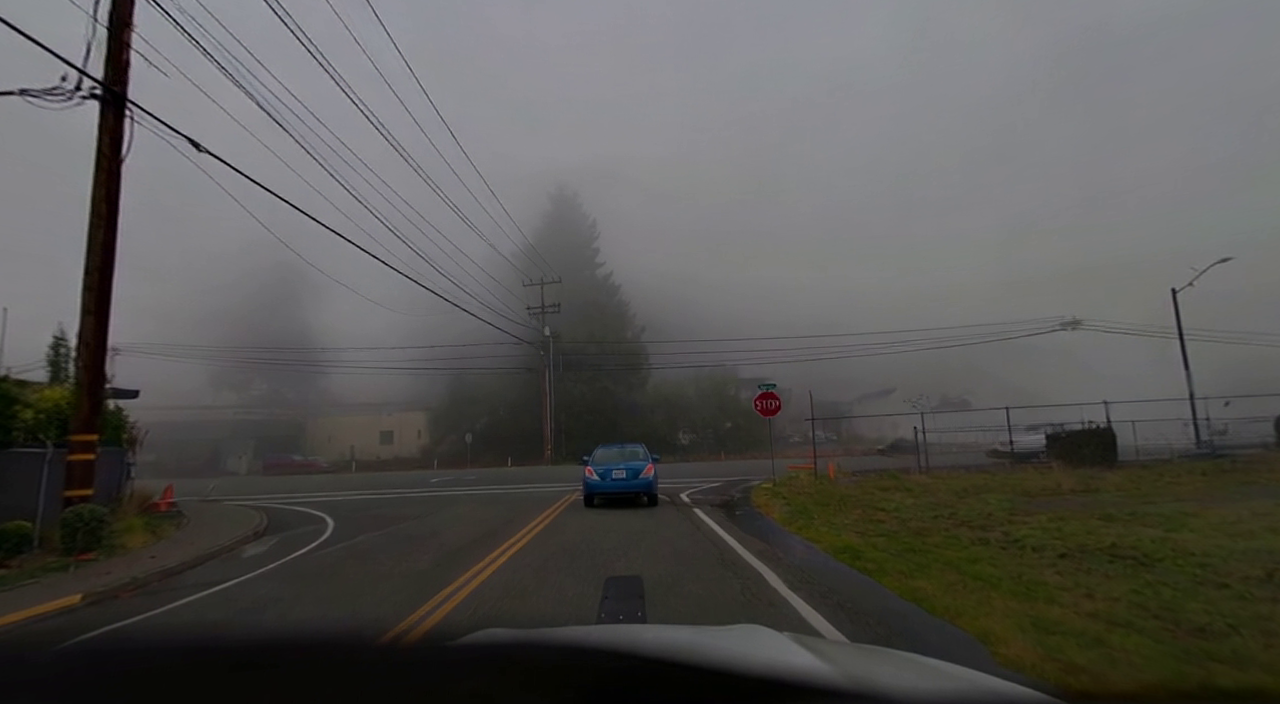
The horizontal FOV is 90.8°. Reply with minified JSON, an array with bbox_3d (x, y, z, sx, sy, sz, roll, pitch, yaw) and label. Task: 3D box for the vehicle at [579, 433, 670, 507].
[{"bbox_3d":[-0.490,3.084,16.972,2.137,1.698,4.166,0,-8,-4],"label":"vehicle"}]
